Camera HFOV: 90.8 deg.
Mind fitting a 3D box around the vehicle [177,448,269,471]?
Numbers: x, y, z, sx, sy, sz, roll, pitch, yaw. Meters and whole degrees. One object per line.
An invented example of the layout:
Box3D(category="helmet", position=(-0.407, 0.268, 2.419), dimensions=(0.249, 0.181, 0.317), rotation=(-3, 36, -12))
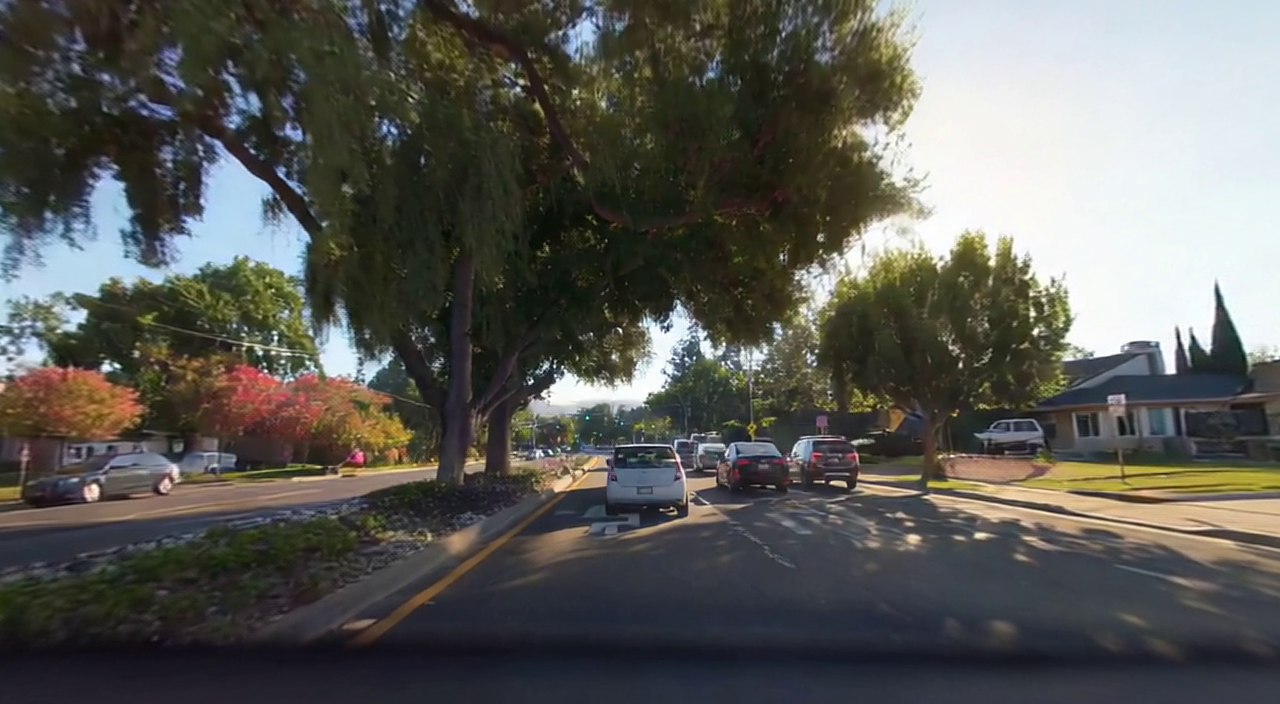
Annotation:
Box3D(category="vehicle", position=(-28.023, 7.217, 42.581), dimensions=(4.736, 1.491, 2.042), rotation=(0, -8, -2))

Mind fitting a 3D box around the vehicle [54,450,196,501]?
Box3D(category="vehicle", position=(-19.114, 4.548, 23.721), dimensions=(1.903, 1.706, 3.994), rotation=(0, -9, 0))

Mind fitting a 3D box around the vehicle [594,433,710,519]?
Box3D(category="vehicle", position=(0.213, 2.469, 13.063), dimensions=(2.052, 1.488, 3.779), rotation=(0, -9, 0))

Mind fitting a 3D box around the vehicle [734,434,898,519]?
Box3D(category="vehicle", position=(3.435, 2.532, 13.459), dimensions=(2.124, 1.476, 4.730), rotation=(0, -9, 0))

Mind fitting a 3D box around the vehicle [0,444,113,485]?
Box3D(category="vehicle", position=(-27.454, 5.151, 29.056), dimensions=(4.494, 1.792, 2.037), rotation=(0, -8, 0))
